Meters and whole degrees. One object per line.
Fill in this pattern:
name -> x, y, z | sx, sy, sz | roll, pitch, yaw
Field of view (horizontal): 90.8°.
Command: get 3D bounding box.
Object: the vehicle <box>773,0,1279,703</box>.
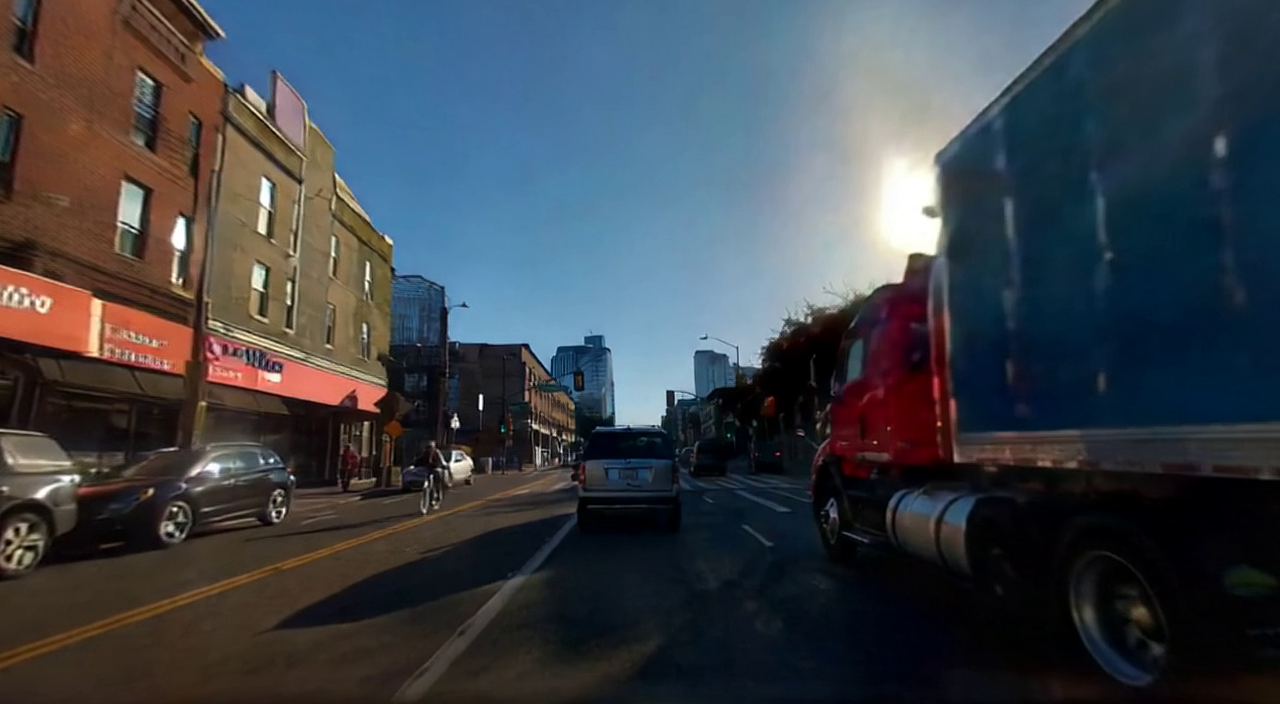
vehicle -> 2.983, -0.006, 2.390 | 2.913, 3.771, 9.716 | 0, -8, 1

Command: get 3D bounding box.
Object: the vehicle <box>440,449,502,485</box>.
vehicle -> -8.674, 5.940, 32.877 | 2.084, 1.686, 4.422 | 0, -9, -1

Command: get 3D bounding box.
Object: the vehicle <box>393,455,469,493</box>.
vehicle -> -8.698, 5.092, 26.732 | 1.805, 1.379, 4.359 | 0, -8, -1

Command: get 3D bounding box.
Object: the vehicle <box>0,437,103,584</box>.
vehicle -> -8.797, 1.742, 6.419 | 2.065, 1.758, 5.144 | 0, -8, 1

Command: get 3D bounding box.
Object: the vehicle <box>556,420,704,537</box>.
vehicle -> -0.170, 2.308, 12.127 | 2.283, 1.783, 4.548 | 0, -8, 0

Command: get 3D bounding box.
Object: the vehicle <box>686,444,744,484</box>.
vehicle -> 3.387, 5.126, 29.332 | 2.159, 1.696, 4.316 | 0, -9, 0

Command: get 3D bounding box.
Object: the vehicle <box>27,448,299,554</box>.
vehicle -> -8.844, 2.734, 12.339 | 1.896, 1.652, 4.269 | -1, -9, 1
